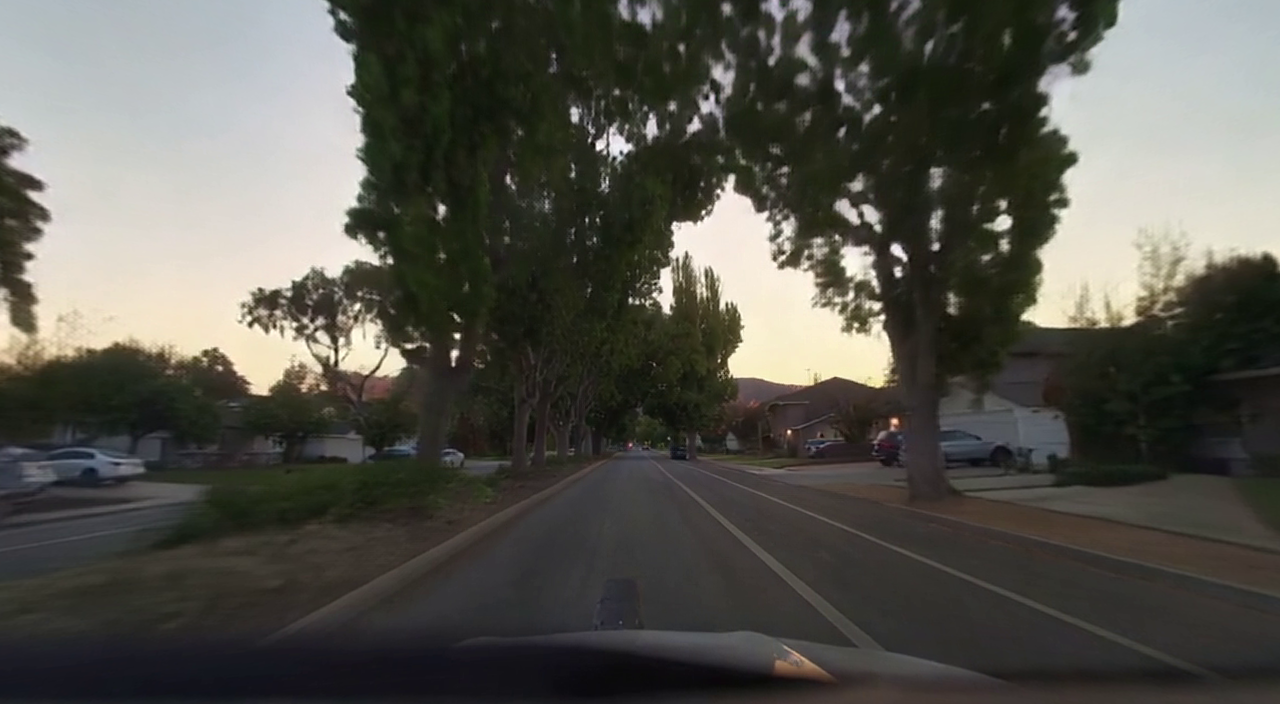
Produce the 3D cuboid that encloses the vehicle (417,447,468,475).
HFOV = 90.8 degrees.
[{"bbox_3d":[-12.826,7.069,41.252,1.936,1.504,4.456,-2,-7,-1],"label":"vehicle"}]

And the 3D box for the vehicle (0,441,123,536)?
[{"bbox_3d":[-12.642,2.546,11.880,2.110,1.709,4.426,0,-8,-1],"label":"vehicle"}]

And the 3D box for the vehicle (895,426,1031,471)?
[{"bbox_3d":[13.602,4.094,26.817,4.629,1.770,1.959,0,-8,0],"label":"vehicle"}]
